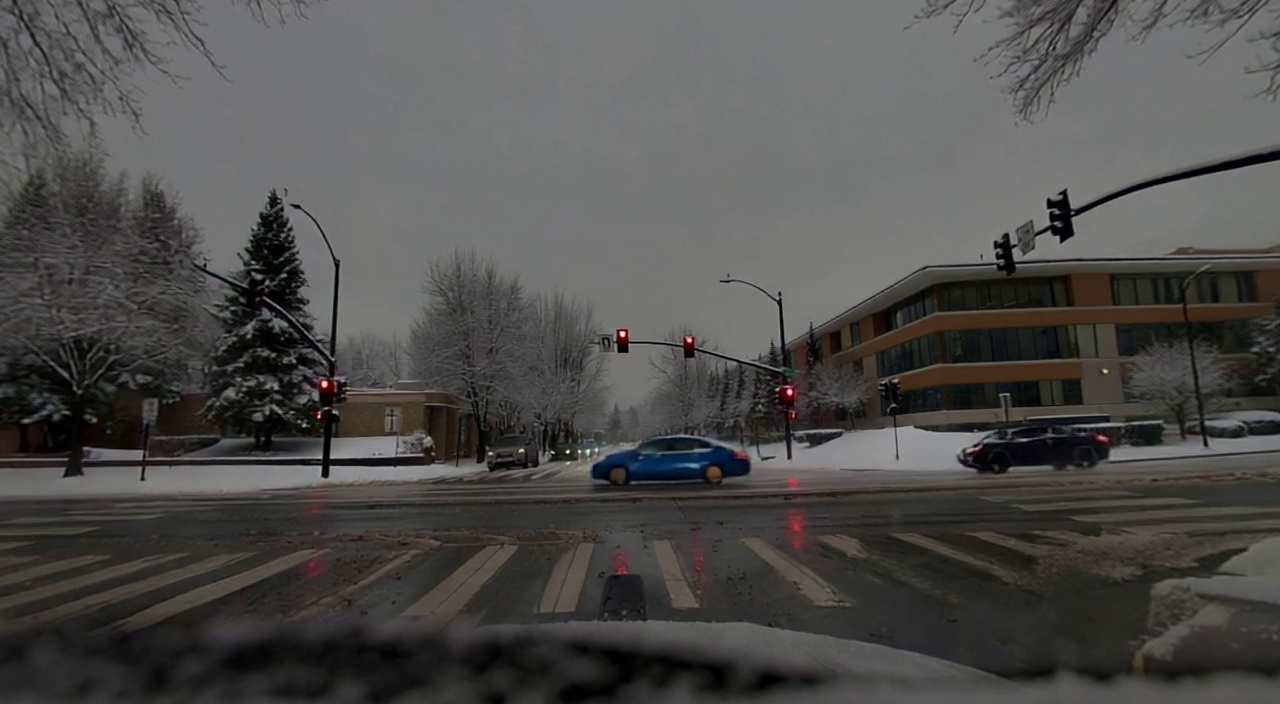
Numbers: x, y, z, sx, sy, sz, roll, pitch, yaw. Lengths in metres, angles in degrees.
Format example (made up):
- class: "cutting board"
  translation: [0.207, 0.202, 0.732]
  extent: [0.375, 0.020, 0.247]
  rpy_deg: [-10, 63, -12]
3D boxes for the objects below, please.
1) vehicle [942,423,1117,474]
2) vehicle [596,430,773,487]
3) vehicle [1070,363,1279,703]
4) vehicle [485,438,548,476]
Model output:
- class: "vehicle"
  translation: [13.084, 3.296, 21.416]
  extent: [4.551, 1.625, 2.053]
  rpy_deg: [-2, -8, 10]
- class: "vehicle"
  translation: [1.160, 2.924, 17.396]
  extent: [4.613, 1.443, 1.883]
  rpy_deg: [0, -8, 1]
- class: "vehicle"
  translation: [2.892, 0.669, 0.829]
  extent: [1.947, 1.576, 3.825]
  rpy_deg: [0, -8, 1]
- class: "vehicle"
  translation: [-5.954, 5.100, 30.770]
  extent: [2.115, 1.690, 4.322]
  rpy_deg: [0, -8, 1]
